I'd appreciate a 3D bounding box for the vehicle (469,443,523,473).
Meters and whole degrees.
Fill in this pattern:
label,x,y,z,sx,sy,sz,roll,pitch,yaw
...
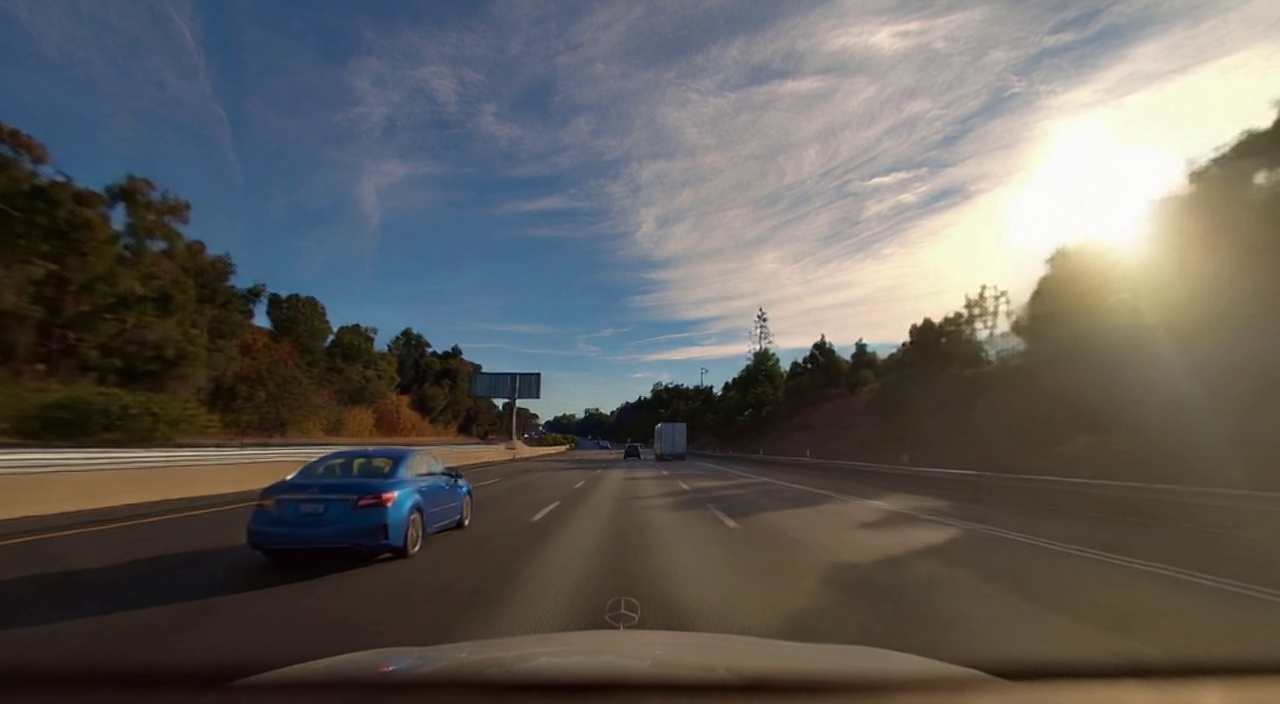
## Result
label,x,y,z,sx,sy,sz,roll,pitch,yaw
vehicle,-7.519,5.567,33.411,1.915,1.479,3.843,-1,-9,0

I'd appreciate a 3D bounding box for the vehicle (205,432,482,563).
label,x,y,z,sx,sy,sz,roll,pitch,yaw
vehicle,-3.987,2.016,9.537,2.090,1.487,4.276,0,-9,0
